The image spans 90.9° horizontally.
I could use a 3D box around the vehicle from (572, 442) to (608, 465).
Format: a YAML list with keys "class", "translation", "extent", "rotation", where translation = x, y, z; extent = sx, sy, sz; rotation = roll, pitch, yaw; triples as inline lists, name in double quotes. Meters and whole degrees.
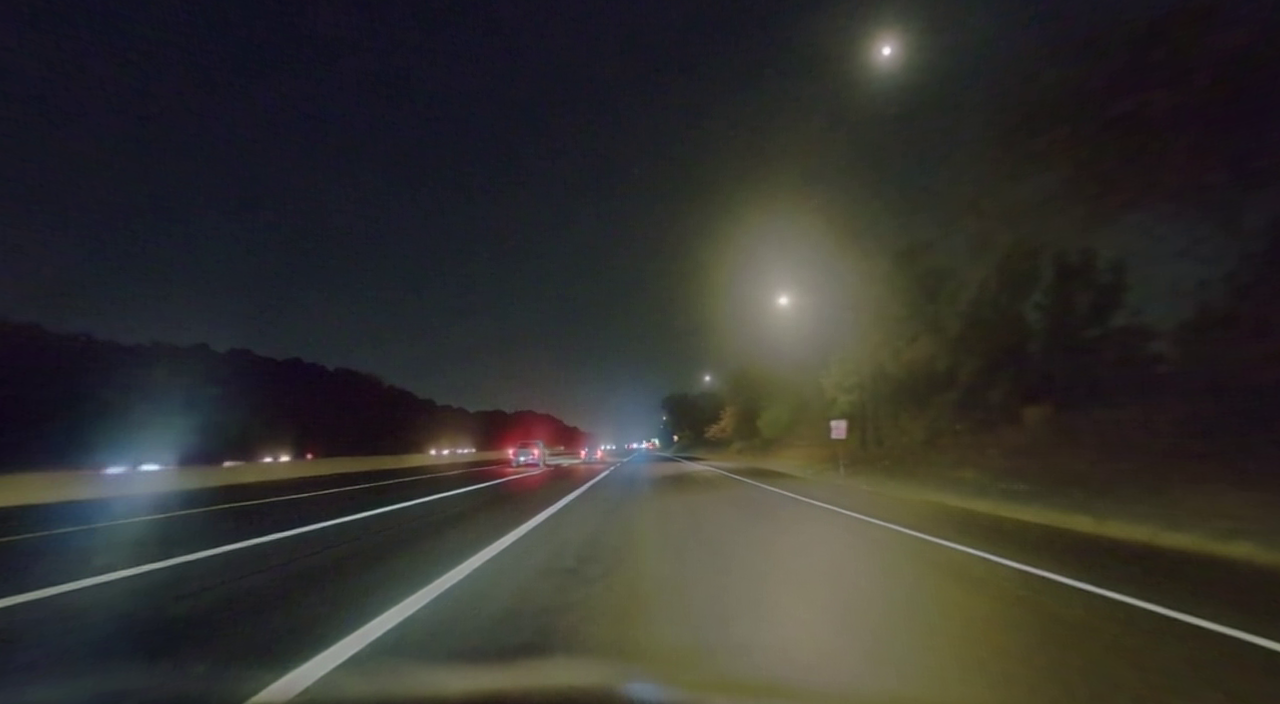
- class: "vehicle"
  translation: [-3.557, 7.298, 45.504]
  extent: [2.184, 1.554, 4.350]
  rotation: [0, -8, 1]

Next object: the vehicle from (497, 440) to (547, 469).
- class: "vehicle"
  translation: [-7.057, 6.166, 38.104]
  extent: [2.075, 1.646, 4.405]
  rotation: [0, -8, 1]

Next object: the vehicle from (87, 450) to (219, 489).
- class: "vehicle"
  translation: [-20.023, 4.809, 26.187]
  extent: [2.009, 1.430, 4.228]
  rotation: [0, -8, 2]

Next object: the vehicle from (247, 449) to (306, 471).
- class: "vehicle"
  translation: [-27.143, 8.065, 47.238]
  extent: [1.874, 1.453, 4.230]
  rotation: [0, -8, 1]
